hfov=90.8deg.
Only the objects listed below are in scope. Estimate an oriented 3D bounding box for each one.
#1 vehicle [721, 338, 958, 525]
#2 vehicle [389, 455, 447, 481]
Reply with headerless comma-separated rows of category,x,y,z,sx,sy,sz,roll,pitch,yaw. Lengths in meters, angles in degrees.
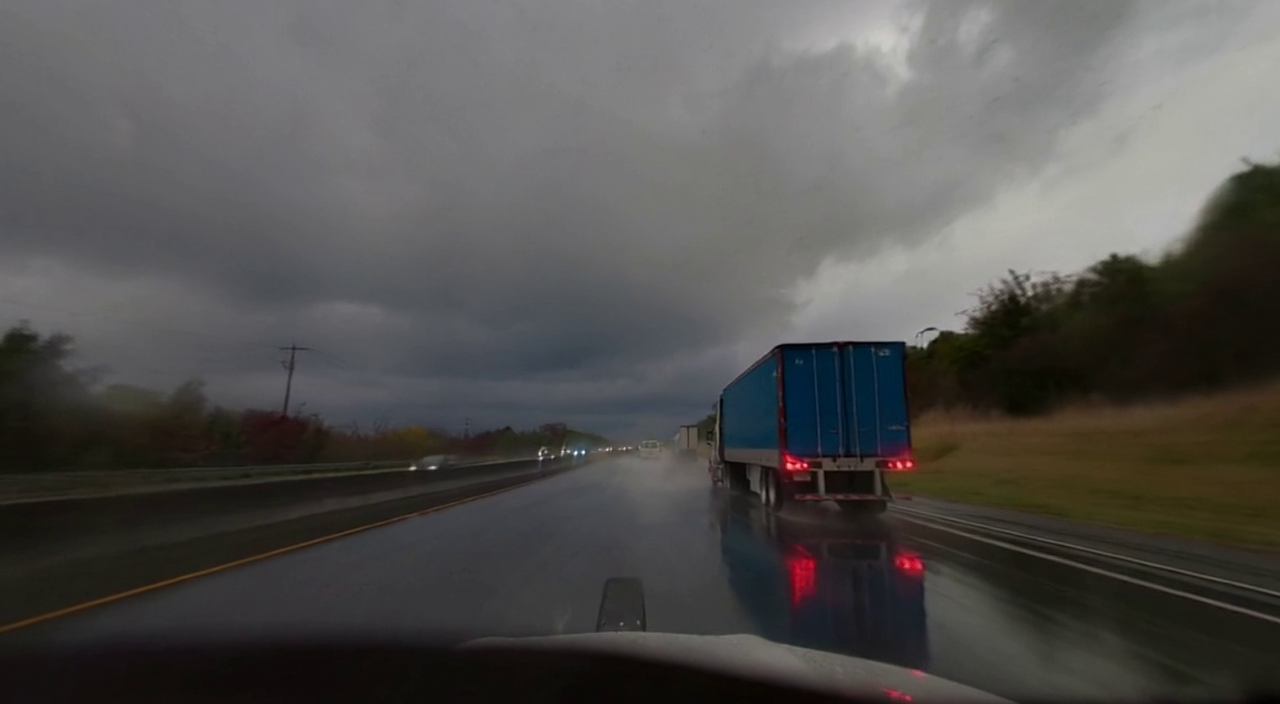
vehicle,4.159,2.099,15.918,2.960,3.381,8.914,0,-9,-1
vehicle,-14.008,7.328,40.111,1.984,1.488,4.545,0,-9,1
